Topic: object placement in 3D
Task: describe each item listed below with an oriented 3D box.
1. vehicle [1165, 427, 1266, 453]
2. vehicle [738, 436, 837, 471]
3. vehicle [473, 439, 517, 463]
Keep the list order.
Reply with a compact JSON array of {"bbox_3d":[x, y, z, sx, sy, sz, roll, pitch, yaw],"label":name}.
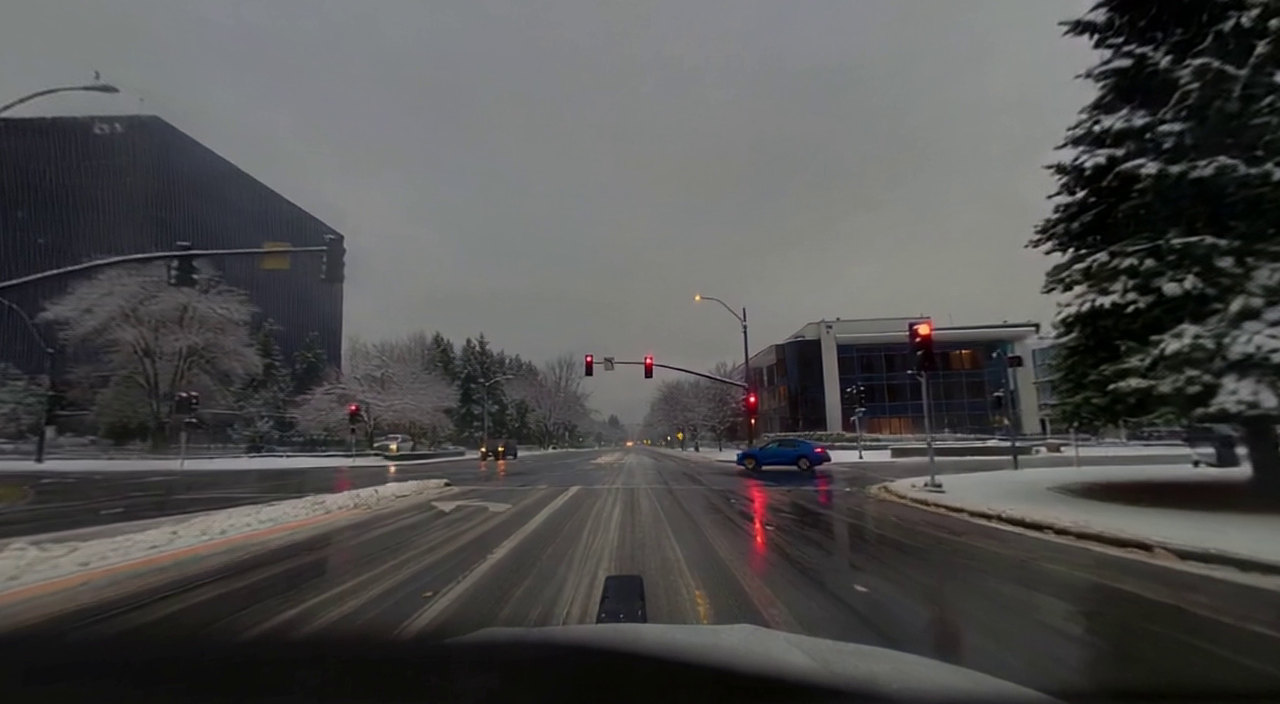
[{"bbox_3d":[40.629,6.262,44.549,4.625,1.741,2.395,0,-9,3],"label":"vehicle"},{"bbox_3d":[7.092,4.919,30.551,4.218,1.572,2.065,1,-9,-5],"label":"vehicle"},{"bbox_3d":[-11.387,7.822,49.794,2.069,1.771,4.947,0,-9,3],"label":"vehicle"}]
